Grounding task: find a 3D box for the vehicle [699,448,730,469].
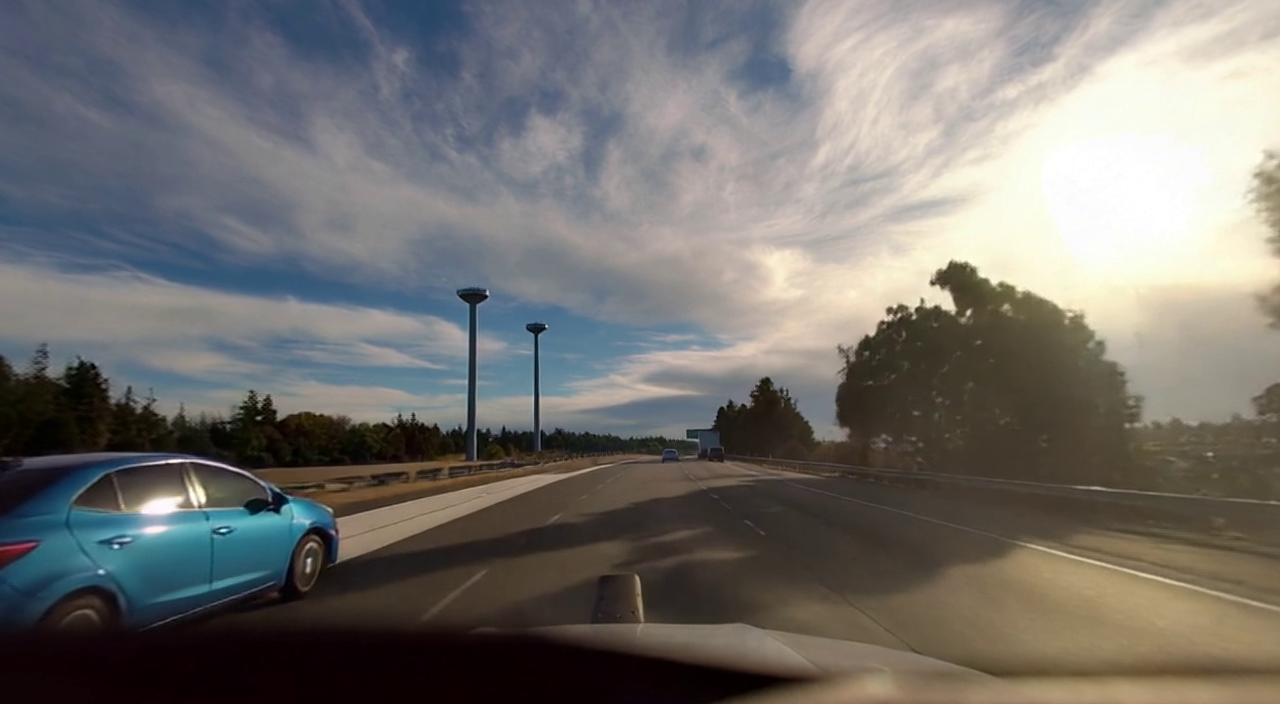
[{"bbox_3d":[5.599,8.072,48.054,2.030,1.526,4.165,0,-9,3],"label":"vehicle"}]
